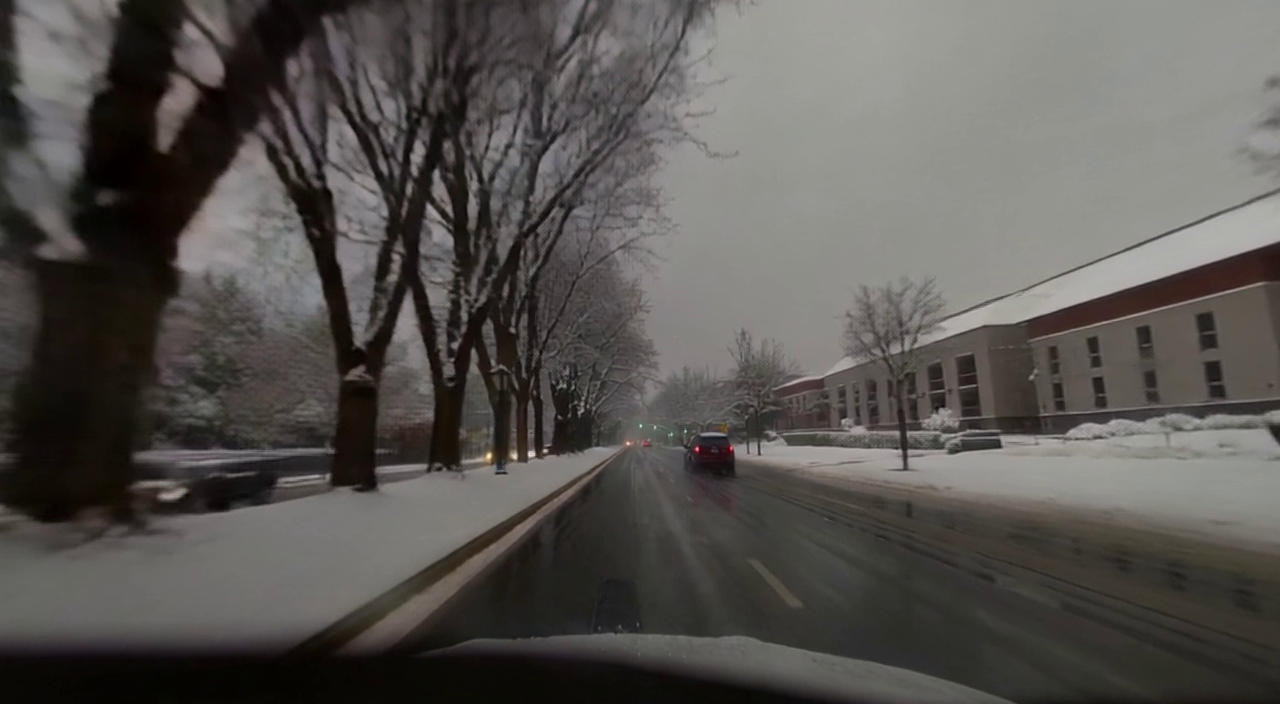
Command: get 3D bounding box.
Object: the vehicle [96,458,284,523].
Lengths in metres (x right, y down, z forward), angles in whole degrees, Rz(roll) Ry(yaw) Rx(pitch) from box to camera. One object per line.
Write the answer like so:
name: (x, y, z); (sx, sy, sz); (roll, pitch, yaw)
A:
vehicle: (-11.957, 3.665, 17.250); (1.834, 1.415, 4.509); (0, -8, 0)

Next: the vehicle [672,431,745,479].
vehicle: (2.630, 4.123, 25.531); (2.240, 1.740, 4.605); (0, -8, -2)
